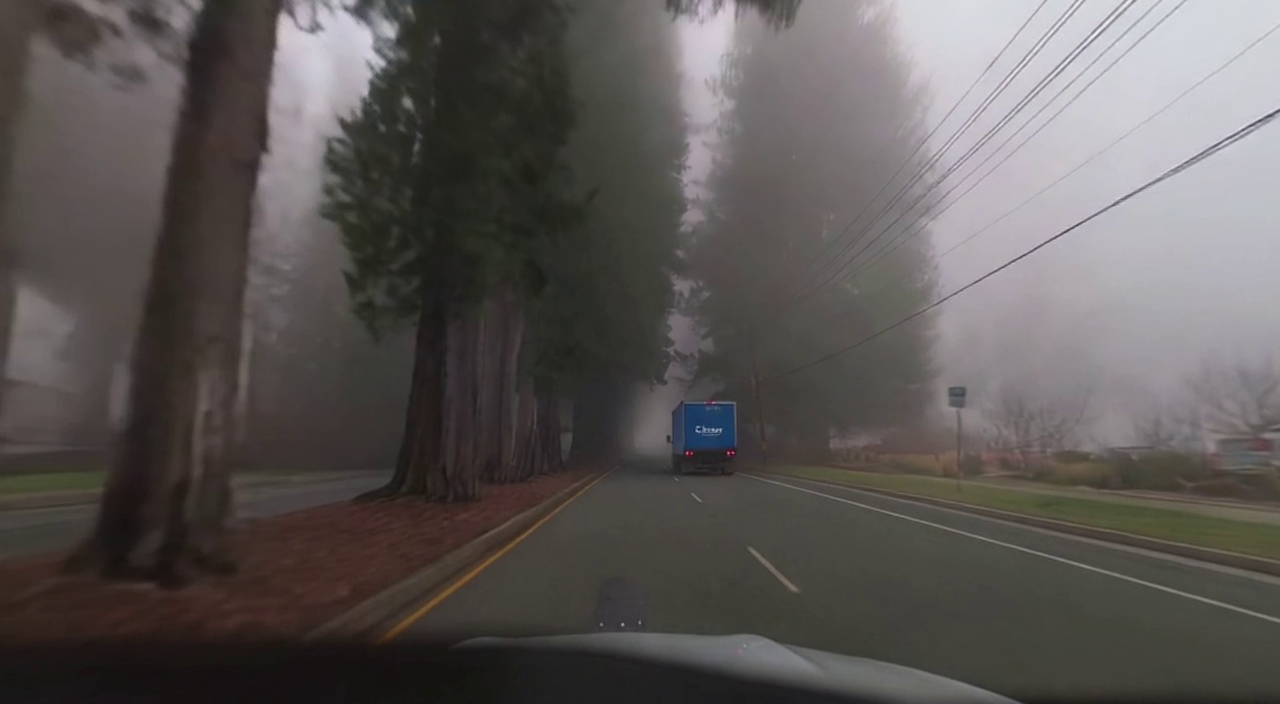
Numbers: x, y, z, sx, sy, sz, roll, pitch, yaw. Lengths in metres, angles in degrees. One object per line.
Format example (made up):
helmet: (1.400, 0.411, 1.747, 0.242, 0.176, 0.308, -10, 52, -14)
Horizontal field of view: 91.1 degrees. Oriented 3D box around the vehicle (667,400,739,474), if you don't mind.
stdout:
vehicle: (3.453, 5.115, 37.356, 2.973, 3.848, 9.336, 0, -8, -2)
